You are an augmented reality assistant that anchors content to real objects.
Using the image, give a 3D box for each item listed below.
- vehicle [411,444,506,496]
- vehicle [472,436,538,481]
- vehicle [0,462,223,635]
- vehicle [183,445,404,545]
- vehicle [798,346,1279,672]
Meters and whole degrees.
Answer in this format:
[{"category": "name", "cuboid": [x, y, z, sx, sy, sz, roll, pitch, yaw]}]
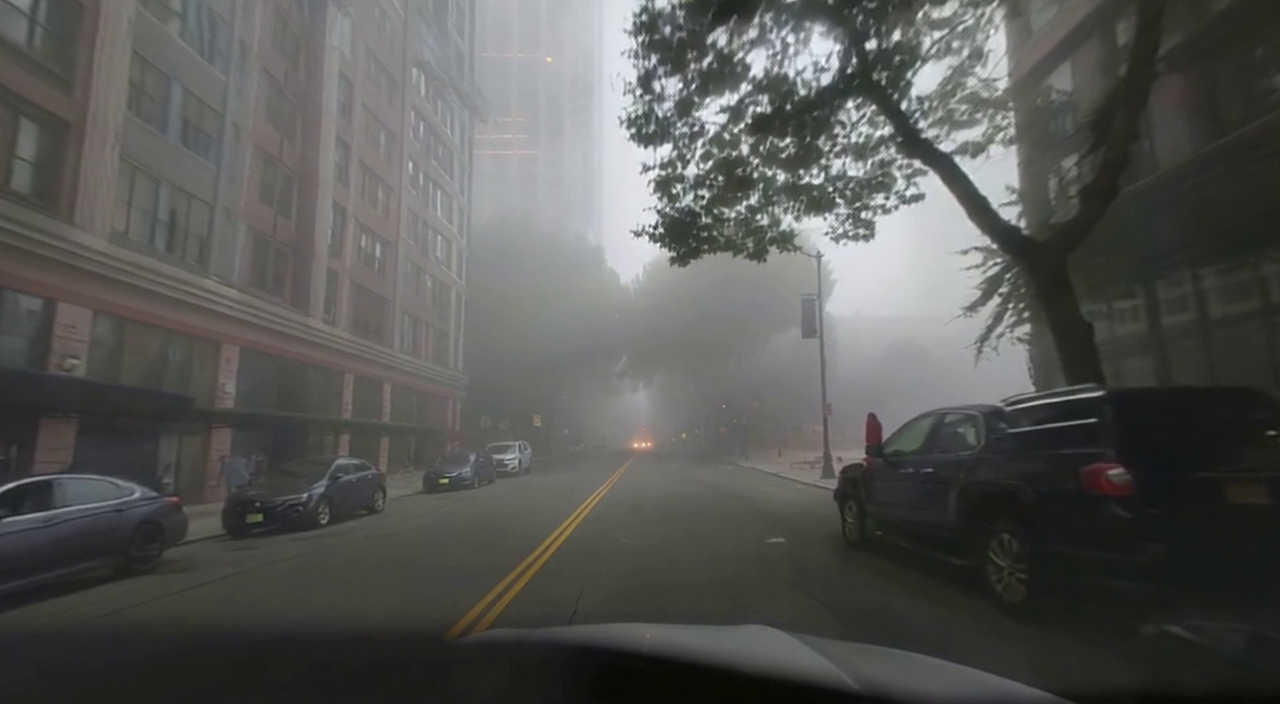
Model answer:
[{"category": "vehicle", "cuboid": [-6.596, 4.306, 23.518, 2.270, 1.539, 4.855, -3, -8, -2]}, {"category": "vehicle", "cuboid": [-6.404, 5.070, 30.490, 2.273, 1.871, 4.920, -3, -8, -2]}, {"category": "vehicle", "cuboid": [-6.891, 2.023, 6.540, 1.889, 1.451, 5.013, -3, -8, -2]}, {"category": "vehicle", "cuboid": [-6.695, 2.747, 12.930, 2.110, 1.498, 4.555, -3, -8, -2]}, {"category": "vehicle", "cuboid": [3.898, 1.361, 6.971, 2.568, 2.001, 5.999, 0, -8, -2]}]
